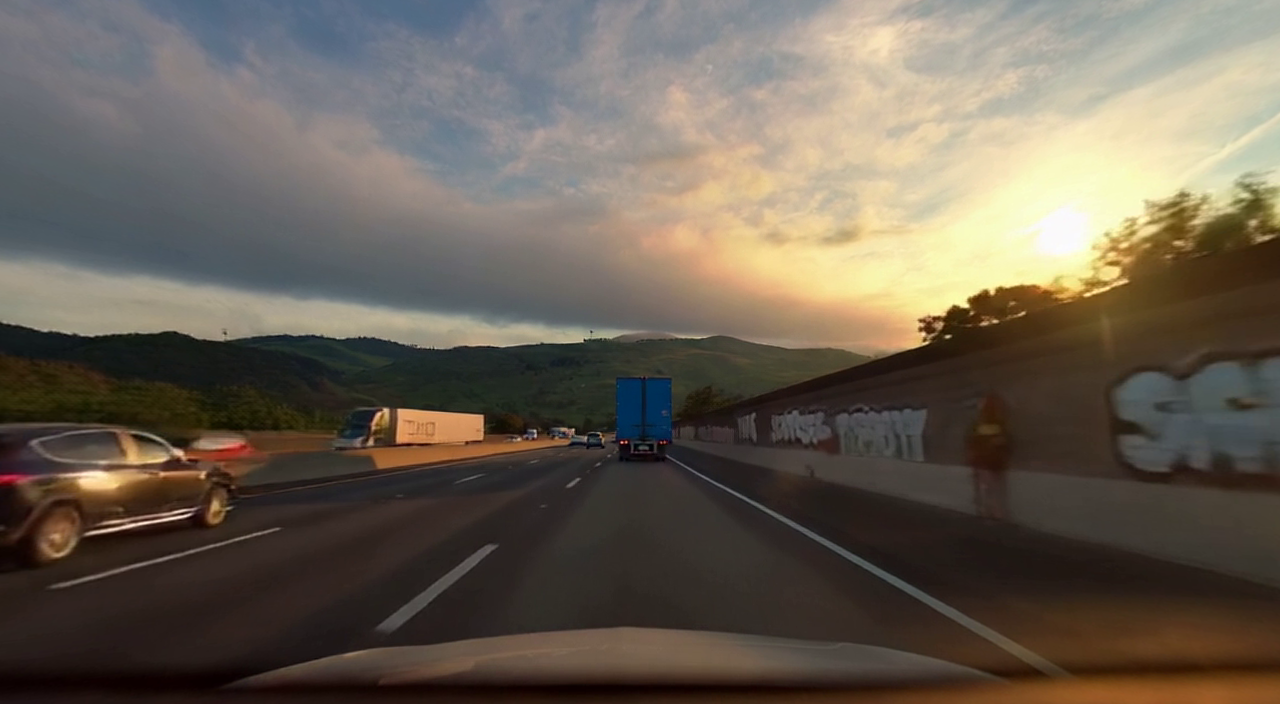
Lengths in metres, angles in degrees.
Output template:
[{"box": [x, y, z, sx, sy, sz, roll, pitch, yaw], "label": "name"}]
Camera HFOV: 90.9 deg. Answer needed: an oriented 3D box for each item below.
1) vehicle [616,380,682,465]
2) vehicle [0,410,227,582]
[{"box": [0.200, 3.872, 33.620, 2.921, 3.765, 10.773, 1, -8, -2], "label": "vehicle"}, {"box": [-6.733, 1.390, 6.406, 1.982, 1.535, 4.519, 0, -8, 0], "label": "vehicle"}]
